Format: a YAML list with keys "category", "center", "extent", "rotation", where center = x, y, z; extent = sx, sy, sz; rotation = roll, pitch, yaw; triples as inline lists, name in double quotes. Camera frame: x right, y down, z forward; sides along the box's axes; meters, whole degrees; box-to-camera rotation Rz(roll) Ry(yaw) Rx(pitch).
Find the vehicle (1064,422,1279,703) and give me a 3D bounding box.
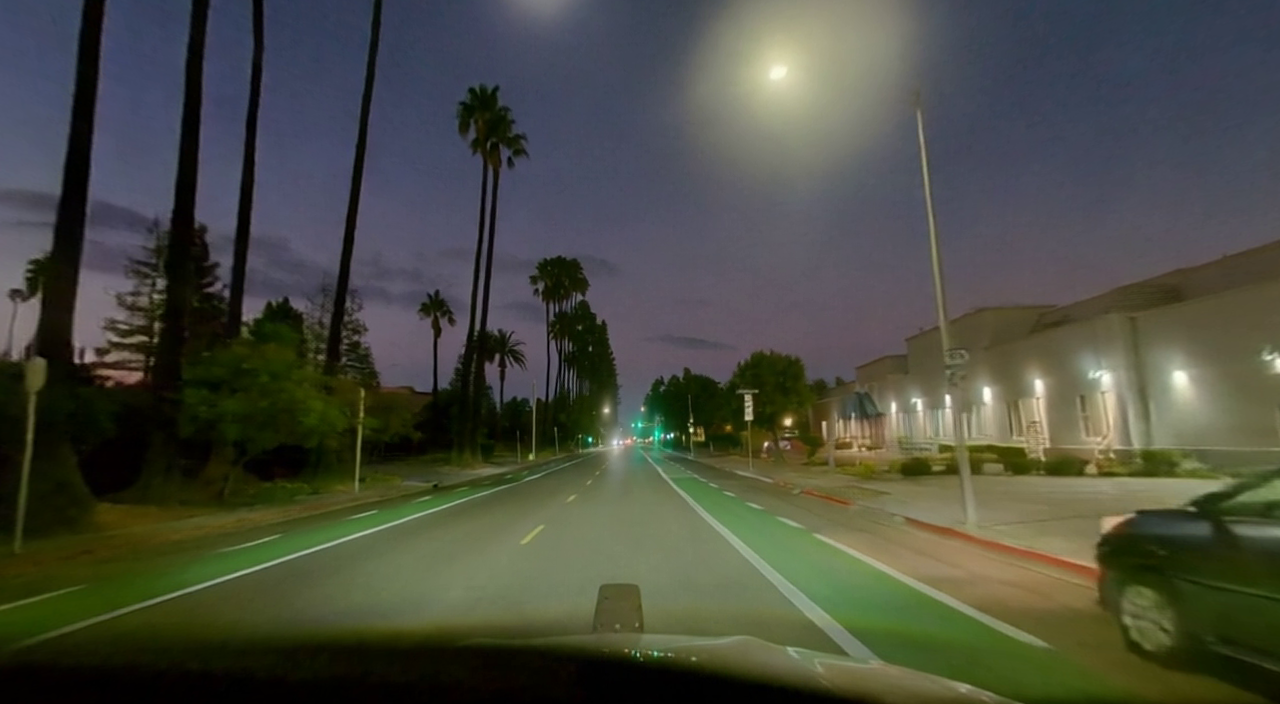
- category: "vehicle"
  center: [4.496, 1.114, 2.837]
  extent: [1.997, 1.640, 4.494]
  rotation: [0, -9, -1]
